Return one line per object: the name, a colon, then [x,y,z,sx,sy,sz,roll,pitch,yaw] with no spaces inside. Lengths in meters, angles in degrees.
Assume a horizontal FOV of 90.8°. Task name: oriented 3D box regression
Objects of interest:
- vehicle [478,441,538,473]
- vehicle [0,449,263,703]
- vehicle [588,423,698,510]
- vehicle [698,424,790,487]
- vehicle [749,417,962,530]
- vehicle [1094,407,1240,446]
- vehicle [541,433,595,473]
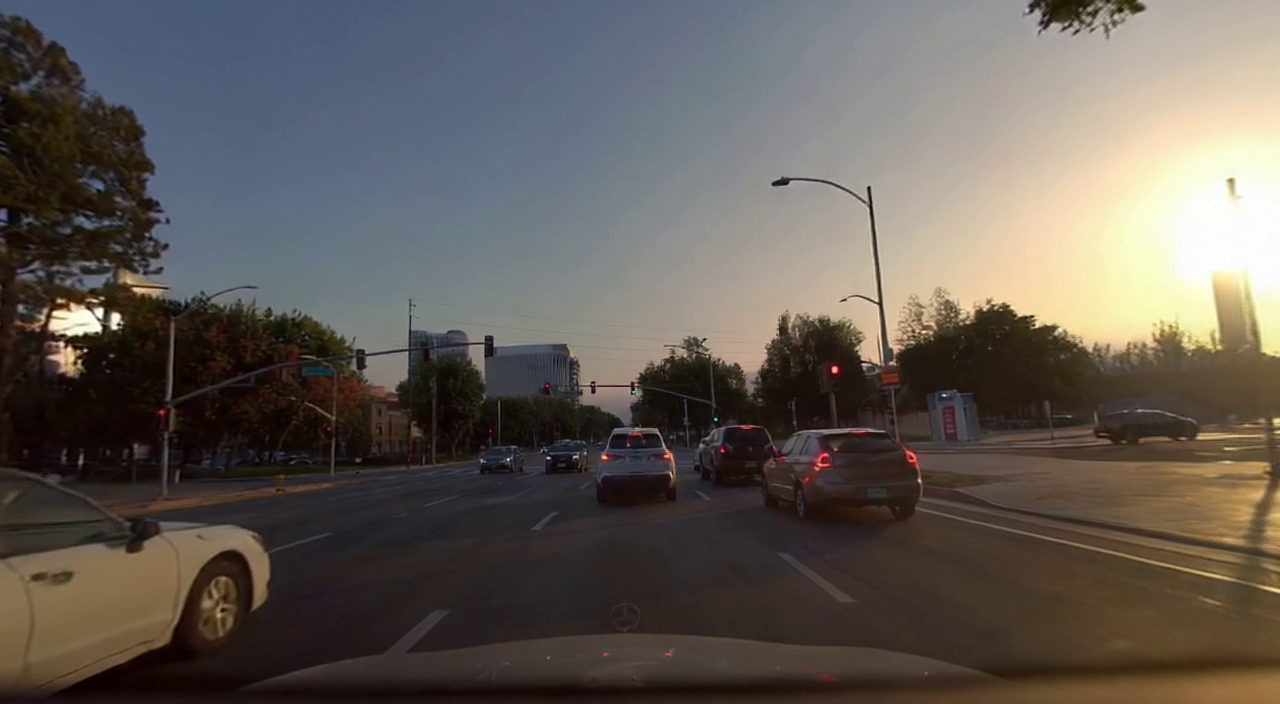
vehicle: [-6.473,5.210,31.507,1.954,1.473,4.350,0,-9,1]
vehicle: [-3.527,1.005,2.128,1.980,1.321,4.113,0,-9,0]
vehicle: [-0.025,2.537,14.404,2.146,1.685,4.003,0,-9,-2]
vehicle: [3.257,3.382,20.889,2.144,1.802,4.609,0,-9,-1]
vehicle: [3.614,2.150,11.728,2.198,1.660,4.512,0,-9,-2]
vehicle: [24.032,3.442,28.948,4.854,1.712,2.017,0,-9,-1]
vehicle: [-3.406,4.889,30.808,2.106,1.778,4.444,0,-9,0]
